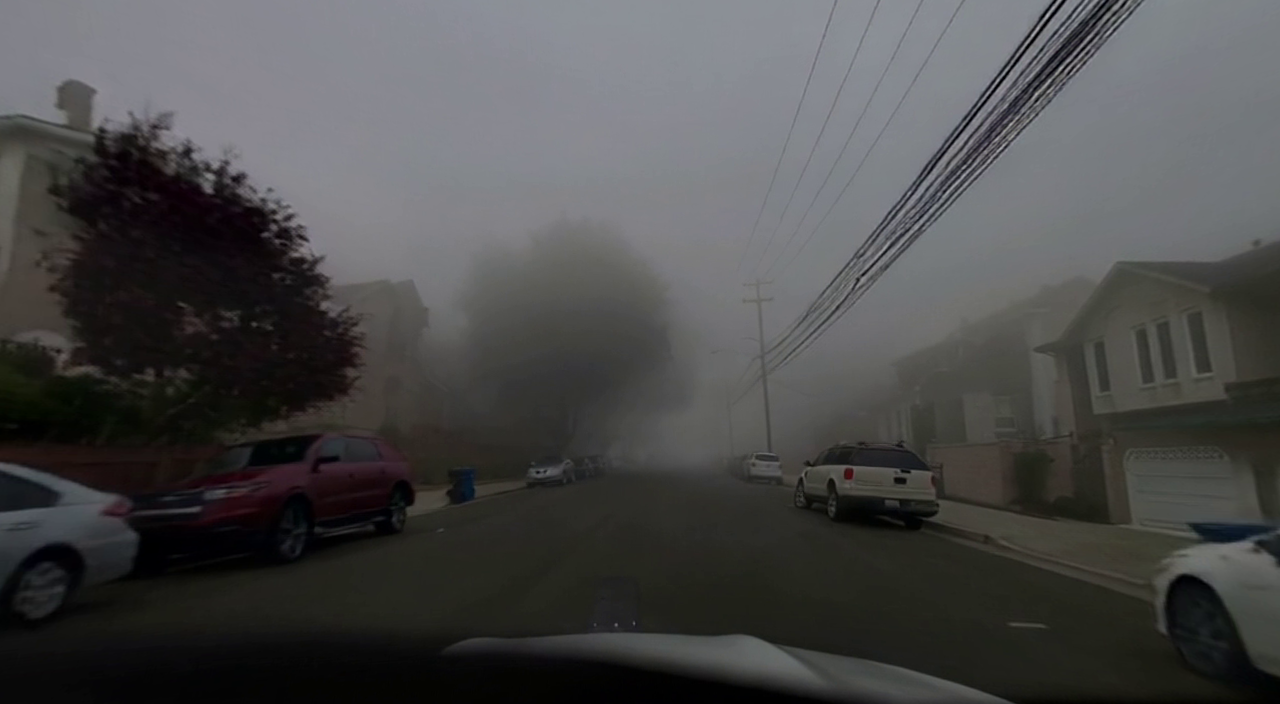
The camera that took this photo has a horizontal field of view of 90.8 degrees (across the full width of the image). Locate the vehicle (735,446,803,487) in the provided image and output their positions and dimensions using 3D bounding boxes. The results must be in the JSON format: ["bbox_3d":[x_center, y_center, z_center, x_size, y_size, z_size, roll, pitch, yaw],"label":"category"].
[{"bbox_3d":[6.520,5.803,32.671,2.462,1.894,6.076,0,-8,2],"label":"vehicle"}]

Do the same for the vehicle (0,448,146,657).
[{"bbox_3d":[-5.497,1.230,3.397,1.823,1.427,4.407,-3,-11,6],"label":"vehicle"}]

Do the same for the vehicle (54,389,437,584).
[{"bbox_3d":[-5.026,1.876,9.238,2.194,1.995,4.814,-3,-10,5],"label":"vehicle"}]

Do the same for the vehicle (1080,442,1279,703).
[{"bbox_3d":[4.357,1.128,2.589,1.973,1.517,4.604,-1,-8,3],"label":"vehicle"}]

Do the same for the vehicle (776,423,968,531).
[{"bbox_3d":[5.136,2.853,15.210,2.547,2.075,5.693,0,-8,1],"label":"vehicle"}]

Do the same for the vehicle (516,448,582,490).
[{"bbox_3d":[-3.837,5.036,27.615,1.971,1.648,4.638,-1,-8,3],"label":"vehicle"}]
